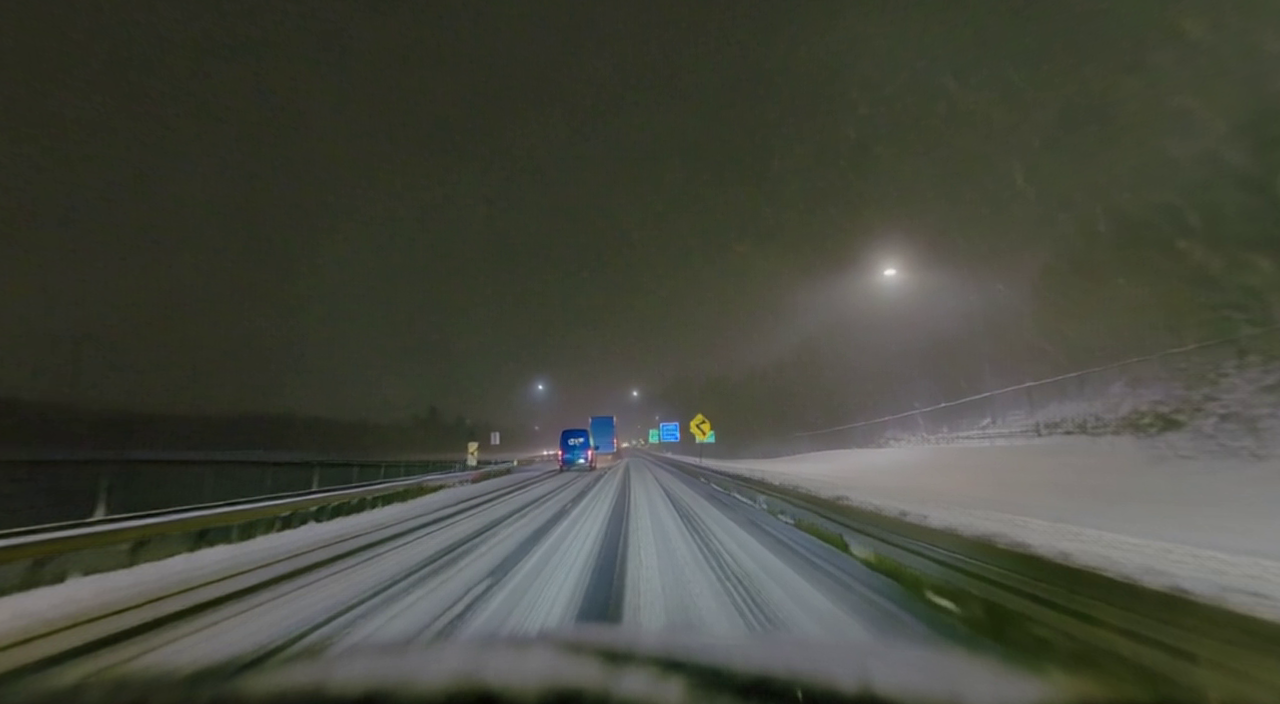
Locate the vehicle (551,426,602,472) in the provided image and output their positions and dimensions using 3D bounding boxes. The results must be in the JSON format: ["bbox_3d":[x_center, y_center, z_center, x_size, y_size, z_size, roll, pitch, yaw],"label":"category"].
[{"bbox_3d":[-3.849,6.090,39.357,2.463,2.640,7.034,0,-9,0],"label":"vehicle"}]
